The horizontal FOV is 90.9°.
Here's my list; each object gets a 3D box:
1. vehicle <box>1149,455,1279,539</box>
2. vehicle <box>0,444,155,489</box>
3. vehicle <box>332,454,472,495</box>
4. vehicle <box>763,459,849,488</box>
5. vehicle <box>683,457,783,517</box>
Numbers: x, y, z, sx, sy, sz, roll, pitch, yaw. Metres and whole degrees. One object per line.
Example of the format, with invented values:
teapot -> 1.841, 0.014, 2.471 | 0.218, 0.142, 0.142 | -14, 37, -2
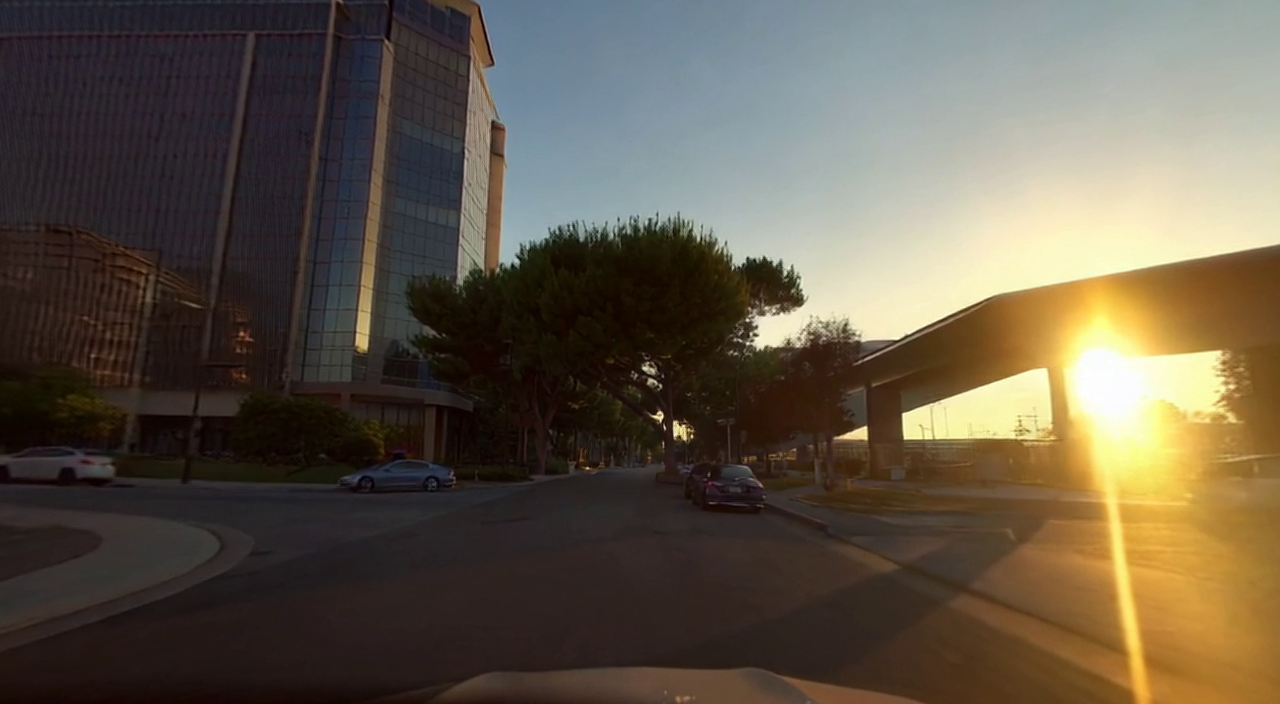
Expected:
vehicle -> 15.178, 3.335, 14.427 | 4.824, 1.728, 2.246 | 0, -12, 8
vehicle -> -20.229, 4.085, 22.467 | 4.118, 1.482, 1.889 | 1, -11, -3
vehicle -> -9.458, 4.913, 25.312 | 4.770, 1.448, 1.983 | 9, -14, -39
vehicle -> 10.268, 7.573, 39.225 | 4.782, 1.698, 1.882 | 1, -11, -3
vehicle -> 2.425, 3.707, 17.524 | 2.073, 1.434, 3.899 | 1, -11, -2
